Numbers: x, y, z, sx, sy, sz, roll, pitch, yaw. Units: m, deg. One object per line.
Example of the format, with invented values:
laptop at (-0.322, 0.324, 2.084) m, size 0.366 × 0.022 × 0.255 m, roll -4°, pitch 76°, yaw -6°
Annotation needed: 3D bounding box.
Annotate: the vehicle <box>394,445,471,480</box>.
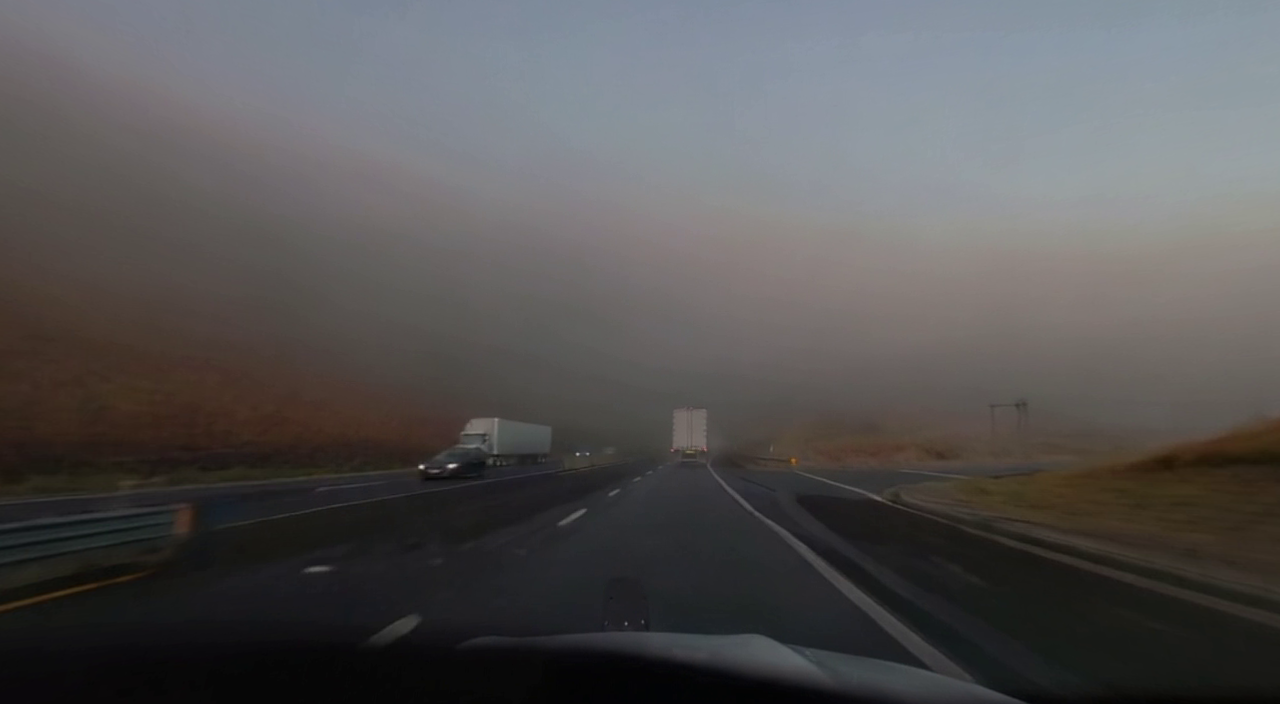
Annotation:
vehicle at (-10.354, 5.508, 31.817) m, size 1.985 × 1.610 × 4.553 m, roll -1°, pitch -9°, yaw 5°
